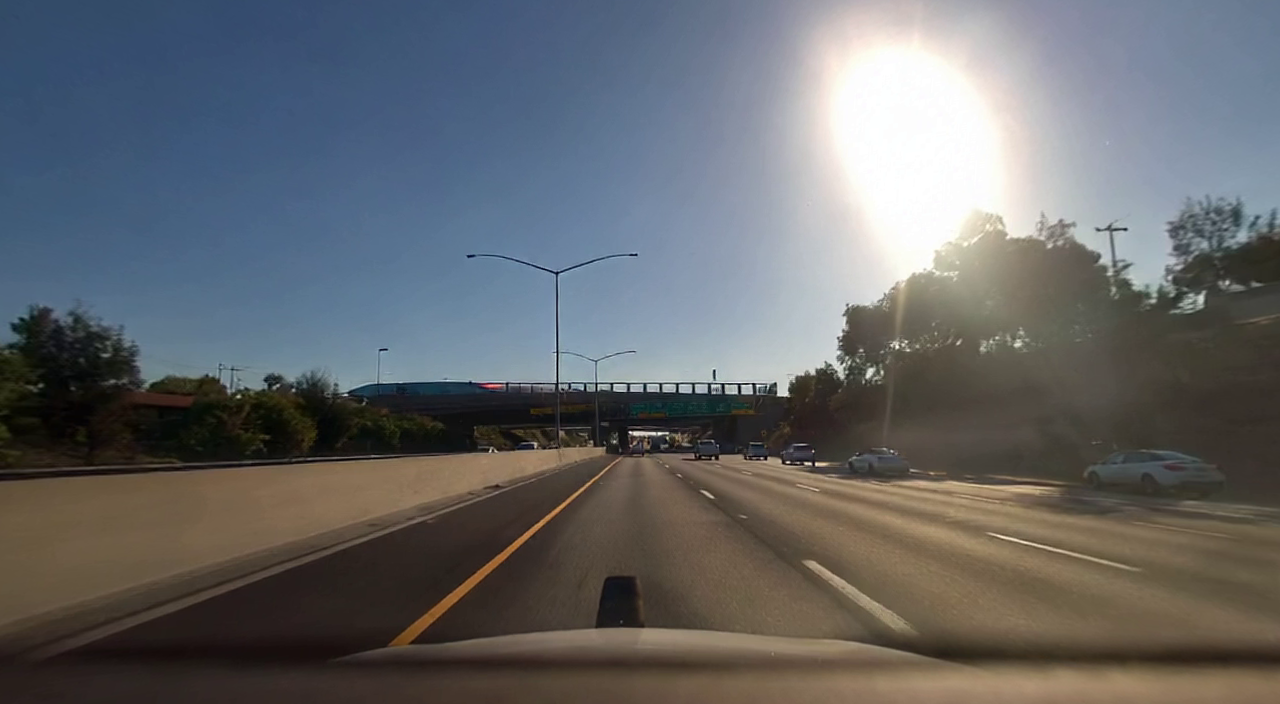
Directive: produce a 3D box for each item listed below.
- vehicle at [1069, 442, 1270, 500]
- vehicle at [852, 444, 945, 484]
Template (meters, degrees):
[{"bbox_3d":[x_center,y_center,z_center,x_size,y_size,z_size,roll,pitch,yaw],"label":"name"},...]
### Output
[{"bbox_3d":[15.378,3.454,18.801,1.915,1.479,4.691,0,-9,0],"label":"vehicle"},{"bbox_3d":[10.072,4.369,24.987,1.836,1.418,4.132,0,-9,-1],"label":"vehicle"}]
